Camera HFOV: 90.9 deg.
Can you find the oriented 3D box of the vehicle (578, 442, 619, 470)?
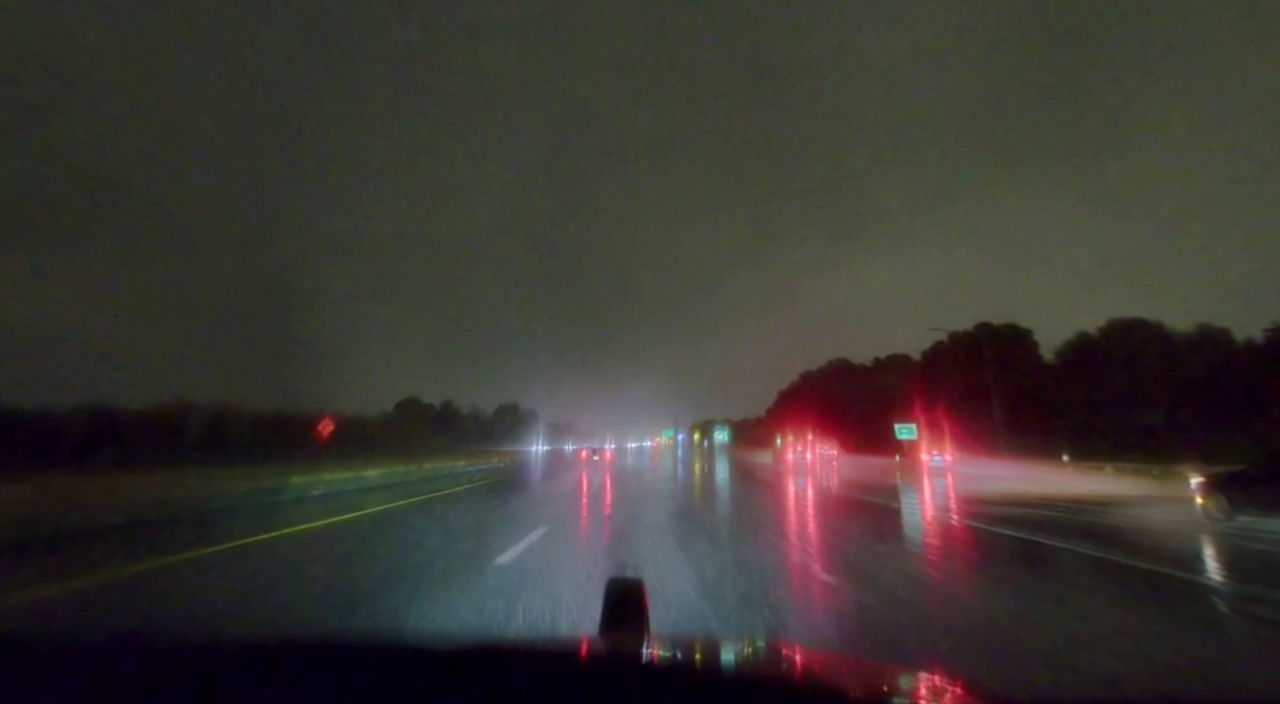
[{"bbox_3d":[-2.405,6.147,37.464,1.968,1.504,3.892,0,-8,3],"label":"vehicle"}]
